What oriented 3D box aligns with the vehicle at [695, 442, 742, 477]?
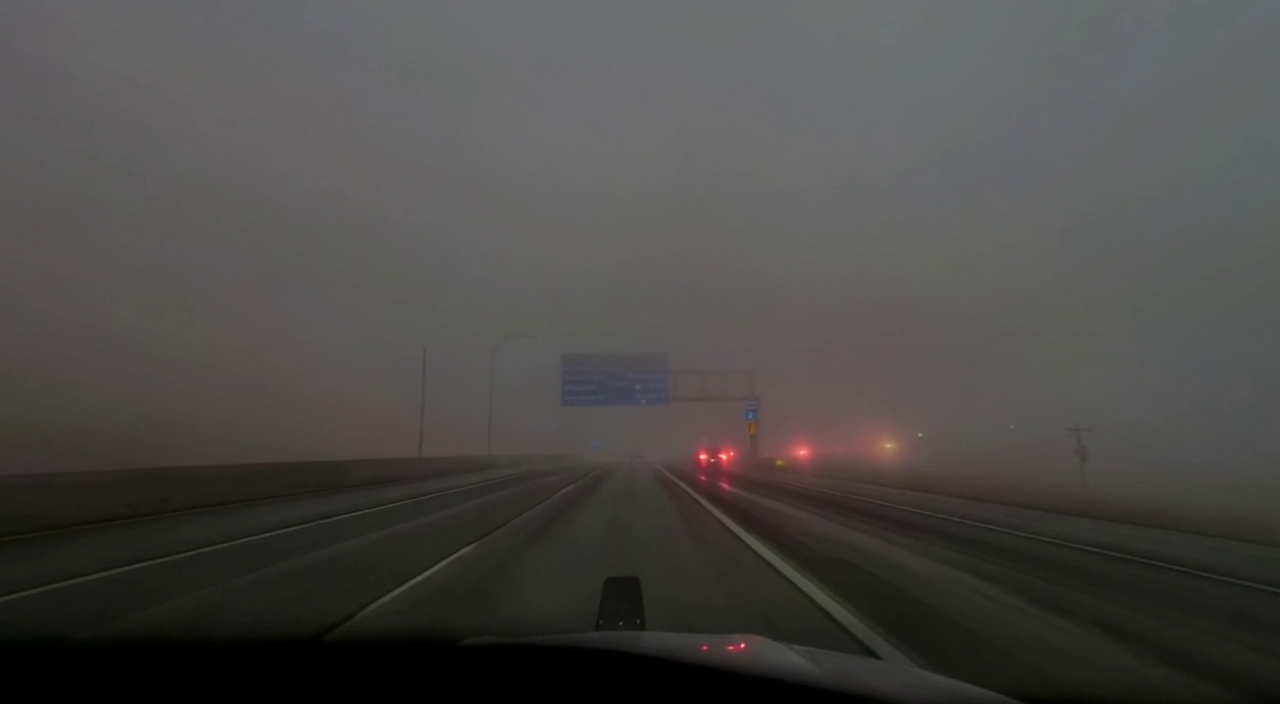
[{"bbox_3d":[4.238,5.896,34.828,2.133,1.746,4.511,0,-9,1],"label":"vehicle"}]
